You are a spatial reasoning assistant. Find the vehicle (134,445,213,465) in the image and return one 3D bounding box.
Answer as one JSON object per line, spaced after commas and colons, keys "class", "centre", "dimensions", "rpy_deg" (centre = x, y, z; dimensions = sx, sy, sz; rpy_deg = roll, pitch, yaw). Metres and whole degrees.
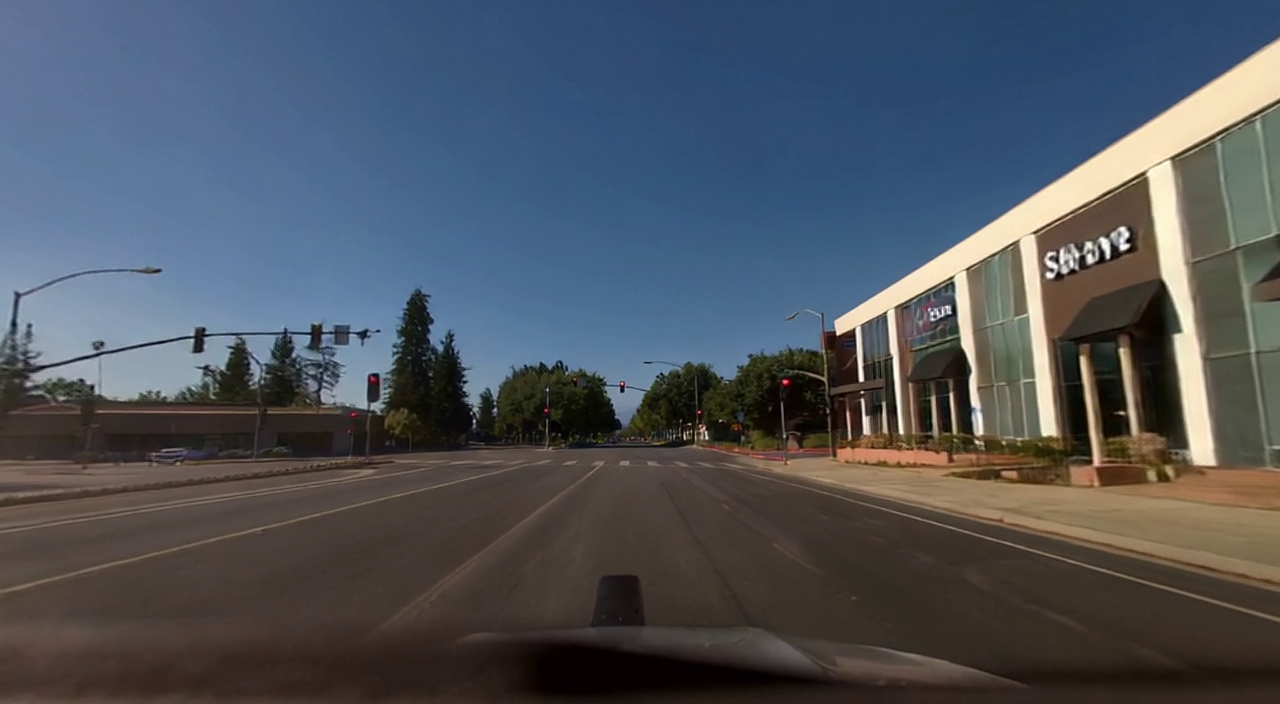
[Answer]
{"class": "vehicle", "centre": [-35.592, 7.847, 48.279], "dimensions": [4.500, 1.465, 1.936], "rpy_deg": [0, -8, 1]}
